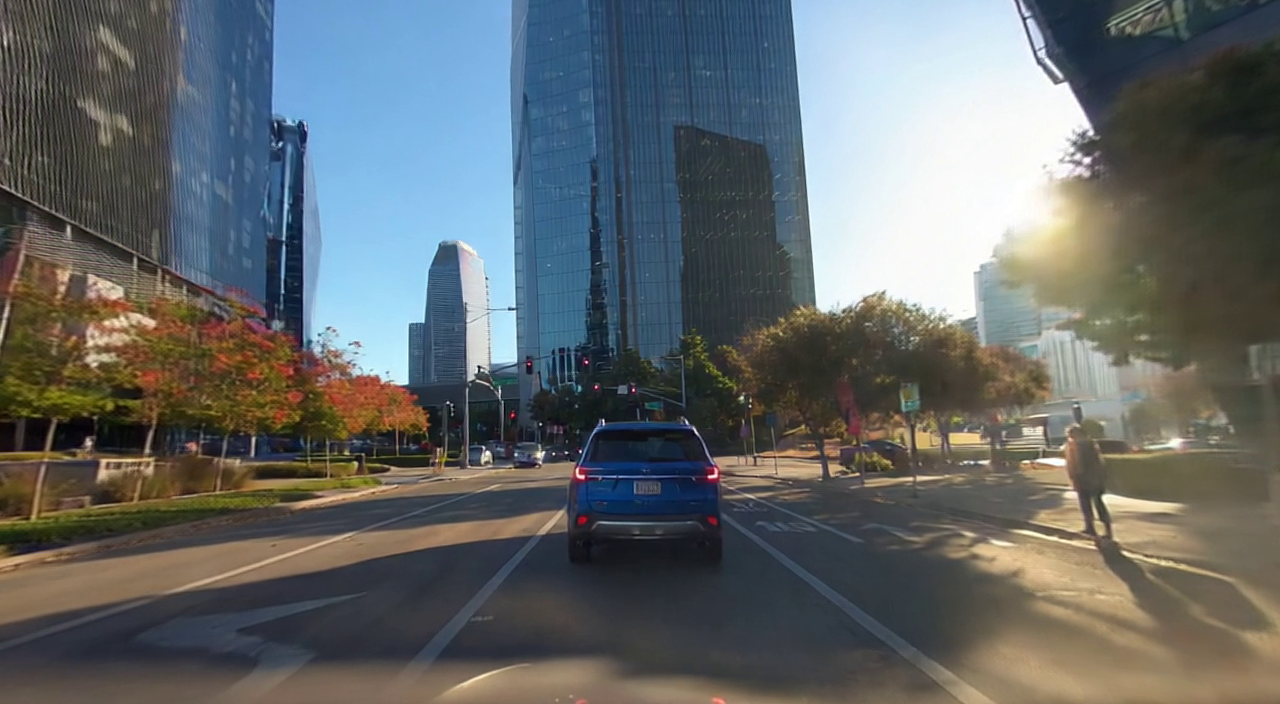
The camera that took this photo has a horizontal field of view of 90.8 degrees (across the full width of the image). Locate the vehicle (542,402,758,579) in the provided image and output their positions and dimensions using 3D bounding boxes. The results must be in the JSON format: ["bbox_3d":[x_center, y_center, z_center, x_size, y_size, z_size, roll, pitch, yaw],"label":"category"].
[{"bbox_3d":[0.007,1.698,8.490,2.183,1.765,4.059,0,-8,-3],"label":"vehicle"}]

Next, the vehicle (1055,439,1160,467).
[{"bbox_3d":[27.827,6.006,37.709,4.571,1.558,2.171,0,-8,-2],"label":"vehicle"}]

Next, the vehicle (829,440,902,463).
[{"bbox_3d":[15.916,7.048,44.678,4.422,1.563,1.751,0,-8,-2],"label":"vehicle"}]
